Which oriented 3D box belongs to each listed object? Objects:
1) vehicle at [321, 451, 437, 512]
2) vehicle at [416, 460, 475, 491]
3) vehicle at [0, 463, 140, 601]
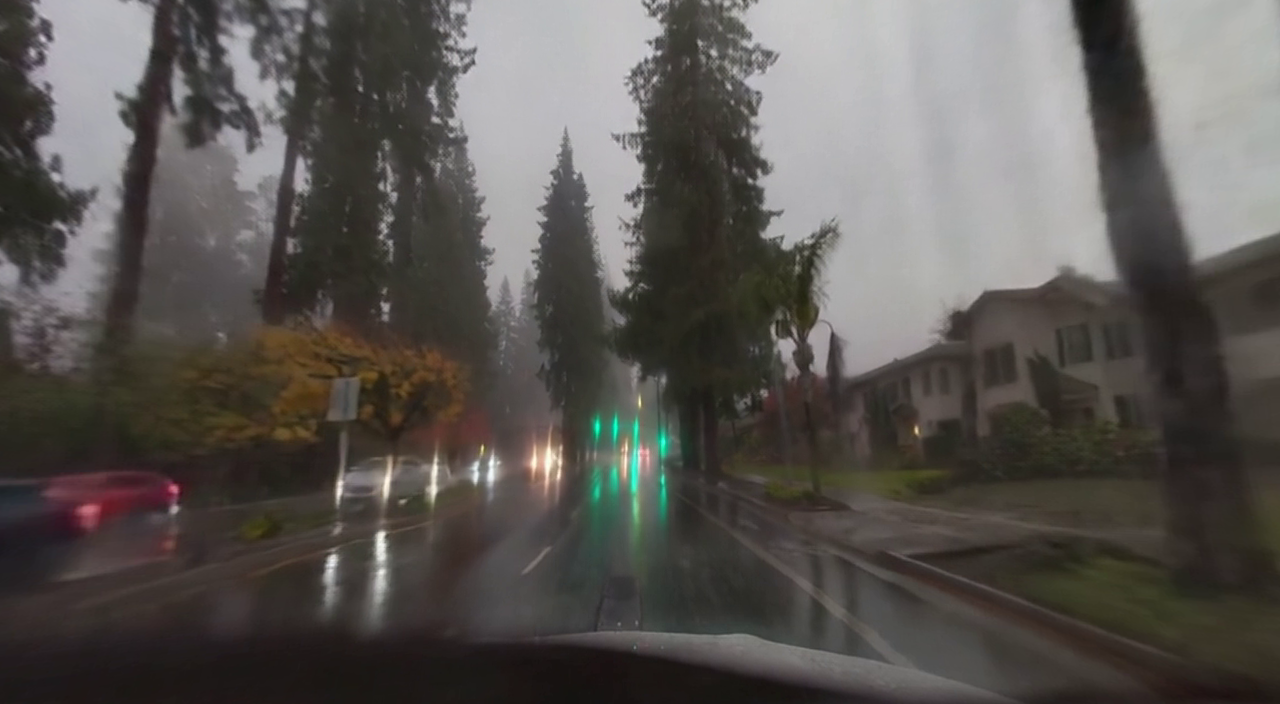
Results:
[{"bbox_3d":[-8.865,4.383,21.920,2.057,1.805,4.933,0,-9,-2],"label":"vehicle"},{"bbox_3d":[-10.923,6.940,35.671,1.925,1.503,4.411,0,-9,1],"label":"vehicle"},{"bbox_3d":[-8.237,2.051,6.841,2.050,1.486,4.512,-2,-9,-3],"label":"vehicle"}]
